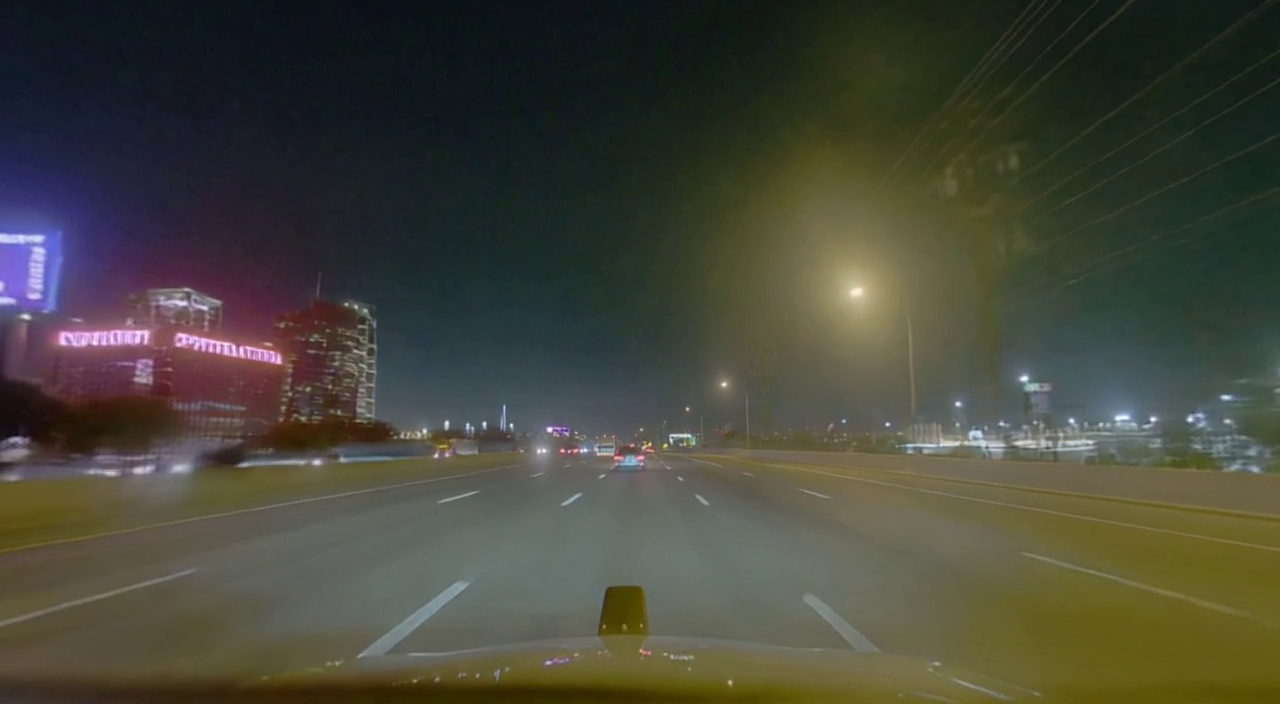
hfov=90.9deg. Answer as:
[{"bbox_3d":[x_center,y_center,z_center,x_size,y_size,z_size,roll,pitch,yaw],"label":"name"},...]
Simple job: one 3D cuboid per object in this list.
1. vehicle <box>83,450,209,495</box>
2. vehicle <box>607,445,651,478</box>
[{"bbox_3d":[-16.466,4.006,21.238,1.512,1.346,3.310,0,-9,1],"label":"vehicle"},{"bbox_3d":[-0.442,5.131,29.849,1.891,1.444,3.968,0,-9,2],"label":"vehicle"}]
